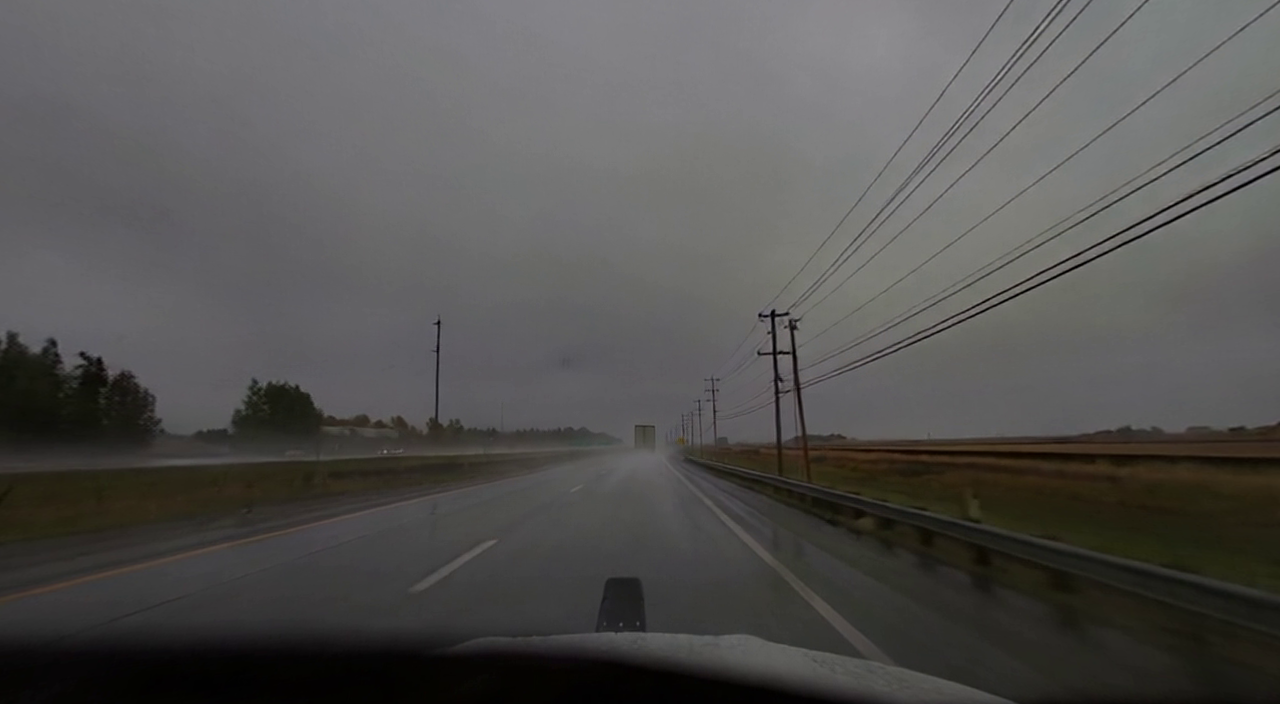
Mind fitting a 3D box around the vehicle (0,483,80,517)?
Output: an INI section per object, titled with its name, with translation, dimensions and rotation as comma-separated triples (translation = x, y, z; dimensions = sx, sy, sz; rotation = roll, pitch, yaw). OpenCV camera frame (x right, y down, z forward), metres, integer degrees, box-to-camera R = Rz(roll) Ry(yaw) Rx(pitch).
[vehicle]
translation = -42.598, 10.411, 44.643
dimensions = 1.919, 1.944, 5.083
rotation = 2, -9, -13
